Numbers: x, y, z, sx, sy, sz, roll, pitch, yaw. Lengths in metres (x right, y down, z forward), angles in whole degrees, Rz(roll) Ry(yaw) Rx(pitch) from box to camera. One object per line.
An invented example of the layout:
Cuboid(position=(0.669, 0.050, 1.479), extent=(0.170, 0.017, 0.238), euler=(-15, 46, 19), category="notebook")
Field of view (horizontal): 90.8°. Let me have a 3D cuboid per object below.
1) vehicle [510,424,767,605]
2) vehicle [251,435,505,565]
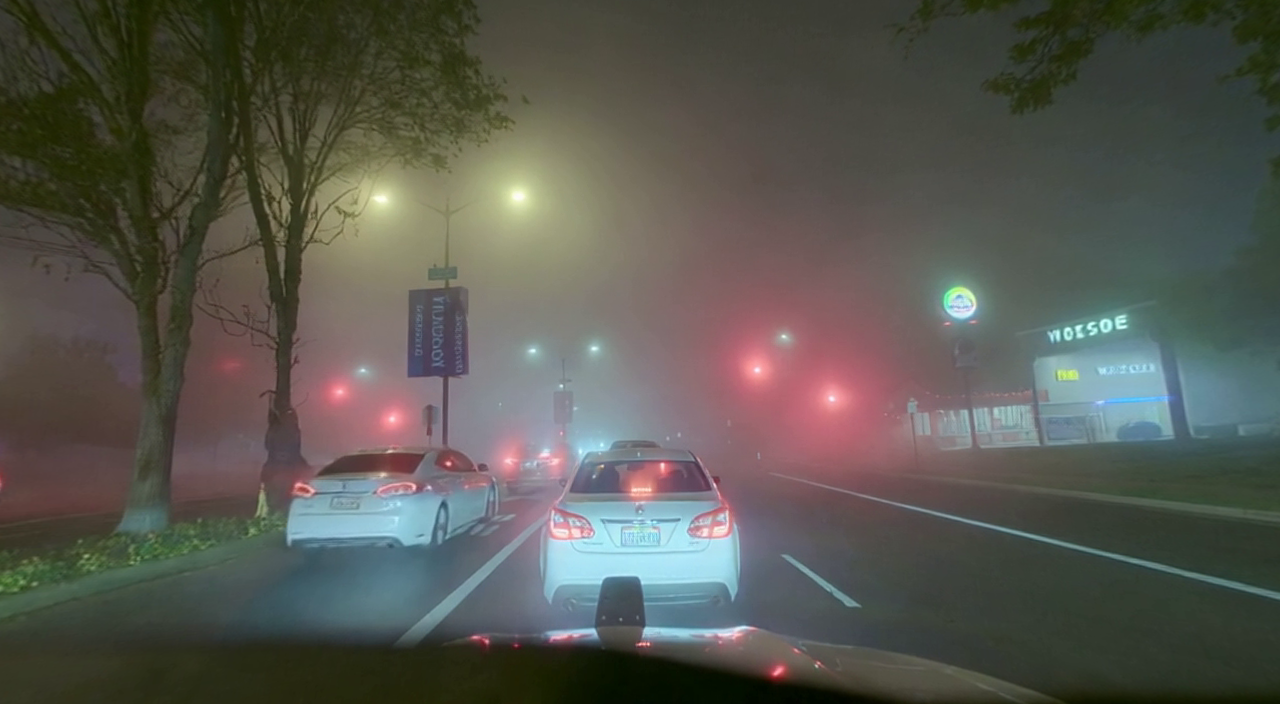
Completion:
Cuboid(position=(-0.072, 1.639, 7.297), extent=(2.126, 1.475, 3.967), euler=(0, -8, -2), category="vehicle")
Cuboid(position=(-3.412, 1.987, 9.335), extent=(1.952, 1.431, 4.383), euler=(0, -8, -1), category="vehicle")
